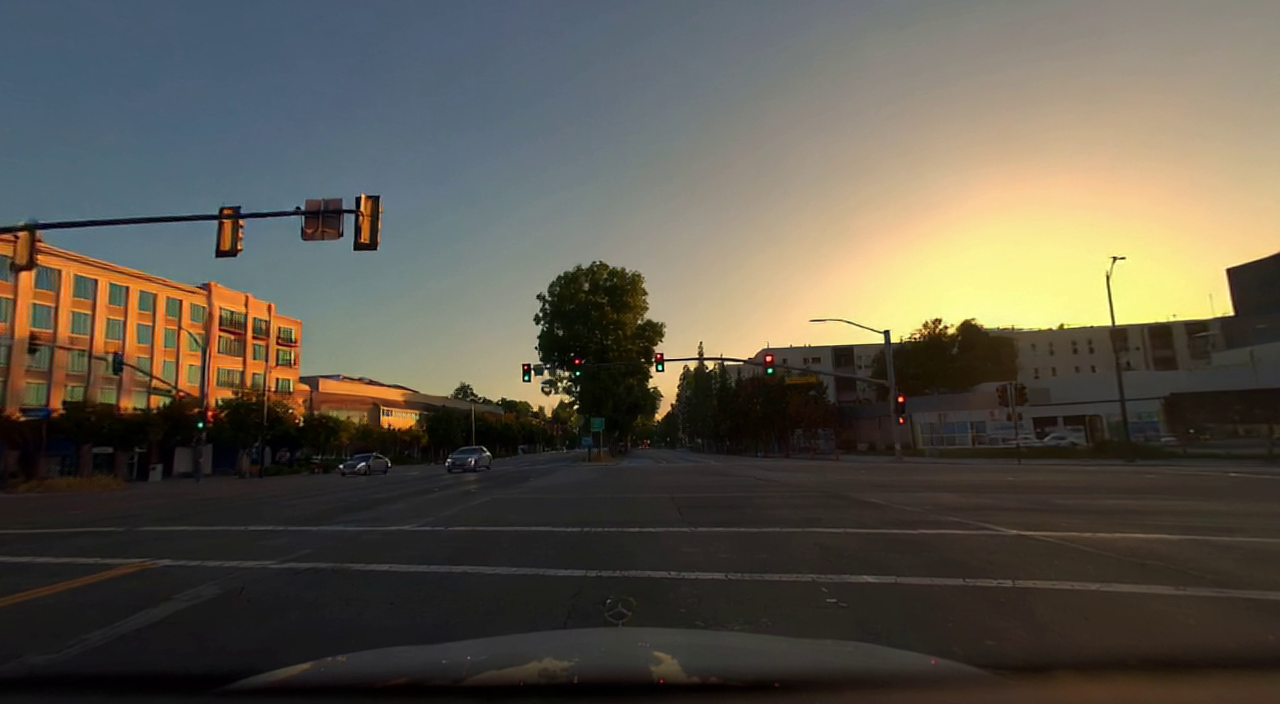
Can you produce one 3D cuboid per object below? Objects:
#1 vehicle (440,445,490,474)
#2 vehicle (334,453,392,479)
[{"bbox_3d":[-12.170,7.476,44.234,2.151,1.847,4.634,0,-9,0],"label":"vehicle"},{"bbox_3d":[-18.852,7.744,43.223,1.933,1.664,4.255,0,-9,1],"label":"vehicle"}]
